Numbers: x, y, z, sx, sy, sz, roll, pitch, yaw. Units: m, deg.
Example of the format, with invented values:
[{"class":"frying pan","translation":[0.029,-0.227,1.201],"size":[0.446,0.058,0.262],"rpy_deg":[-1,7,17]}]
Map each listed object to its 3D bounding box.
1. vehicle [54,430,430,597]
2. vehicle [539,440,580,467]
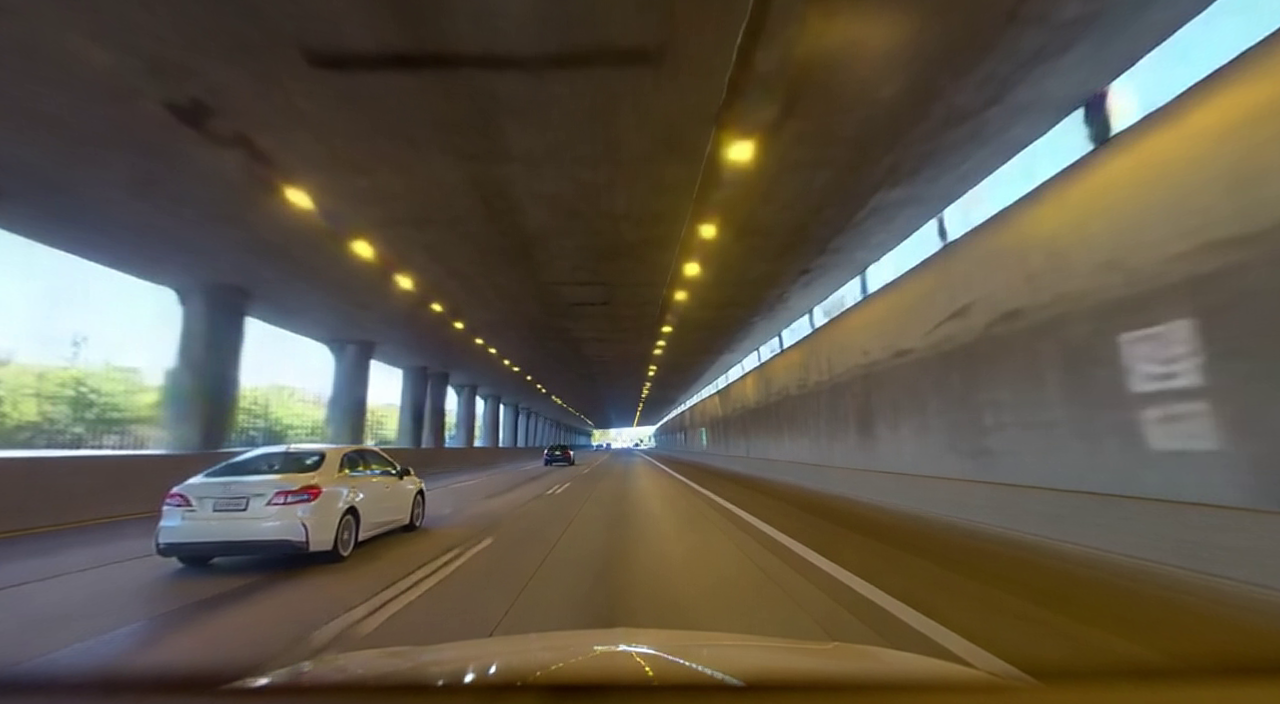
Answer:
[{"class":"vehicle","translation":[-4.215,1.725,7.700],"size":[1.885,1.424,4.230],"rpy_deg":[0,-8,-1]},{"class":"vehicle","translation":[-4.680,5.913,36.977],"size":[1.973,1.474,4.199],"rpy_deg":[0,-8,-1]}]
